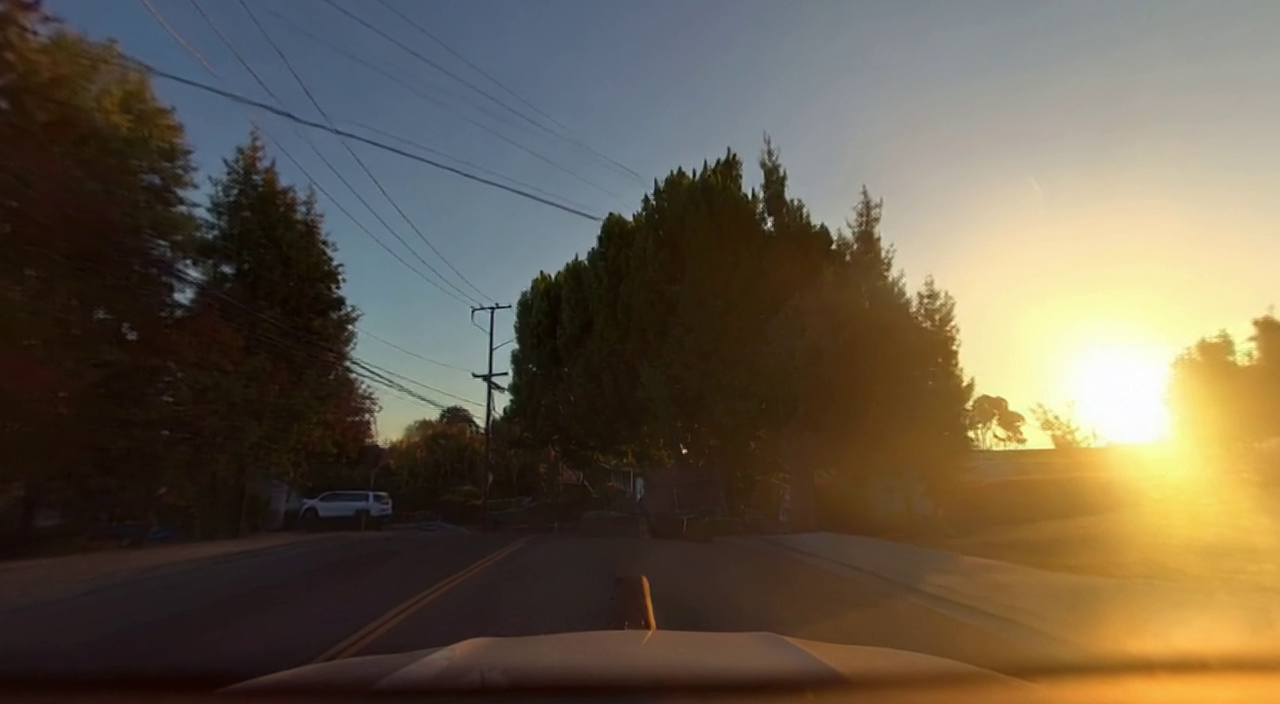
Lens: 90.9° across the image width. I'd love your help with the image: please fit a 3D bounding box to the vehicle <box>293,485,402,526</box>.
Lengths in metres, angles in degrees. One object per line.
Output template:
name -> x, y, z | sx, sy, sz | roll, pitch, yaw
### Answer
vehicle -> -16.638, 8.773, 36.430 | 2.301, 2.081, 6.706 | -3, -12, 8
